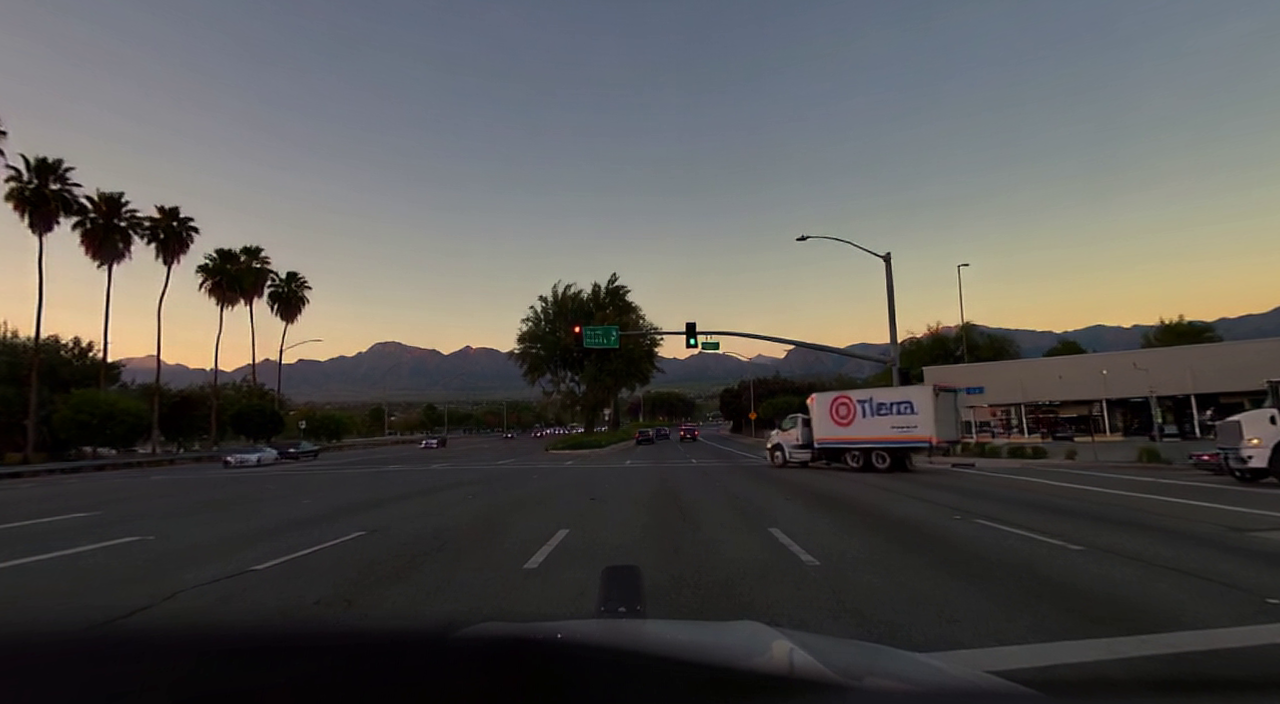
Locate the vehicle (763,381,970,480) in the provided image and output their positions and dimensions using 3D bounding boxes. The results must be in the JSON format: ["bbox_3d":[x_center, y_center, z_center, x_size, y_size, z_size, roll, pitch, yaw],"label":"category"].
[{"bbox_3d":[8.932,3.258,25.526,3.237,3.414,7.088,8,-12,-43],"label":"vehicle"}]

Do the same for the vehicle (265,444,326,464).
[{"bbox_3d":[-26.172,7.742,47.934,1.868,1.469,4.746,0,-8,1],"label":"vehicle"}]

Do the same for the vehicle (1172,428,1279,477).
[{"bbox_3d":[20.423,3.219,20.243,4.508,1.493,1.907,-2,-9,11],"label":"vehicle"}]
